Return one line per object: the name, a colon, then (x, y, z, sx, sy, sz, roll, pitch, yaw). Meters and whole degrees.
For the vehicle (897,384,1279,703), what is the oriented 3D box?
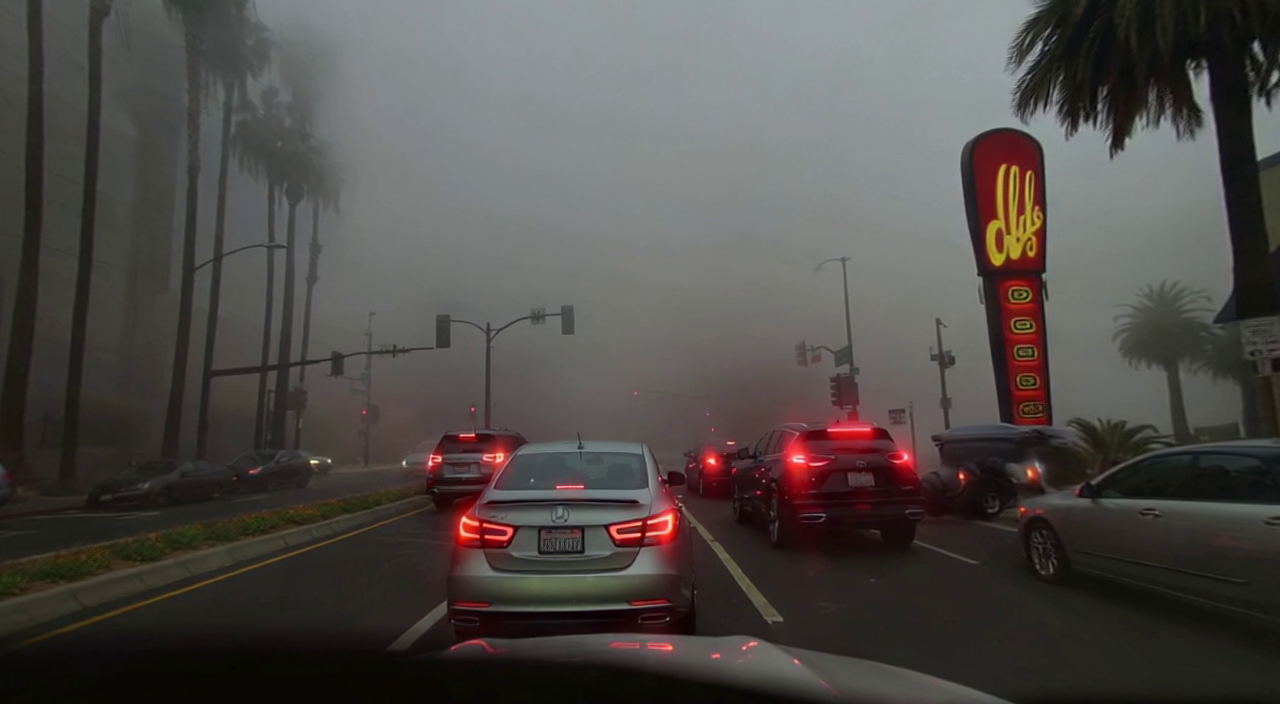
vehicle: (2.612, 0.809, 1.485, 2.085, 1.469, 4.458, 0, -9, -1)

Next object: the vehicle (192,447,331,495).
vehicle: (-12.855, 4.023, 21.875, 1.856, 1.455, 4.700, 0, -9, 1)

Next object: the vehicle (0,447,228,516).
vehicle: (-12.847, 3.134, 15.931, 1.870, 1.475, 4.531, 0, -9, 0)

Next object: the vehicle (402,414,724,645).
vehicle: (-0.514, 1.468, 6.230, 2.096, 1.492, 4.071, 0, -9, 0)

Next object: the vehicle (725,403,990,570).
vehicle: (2.643, 1.772, 9.059, 2.096, 1.775, 4.440, 0, -9, -2)
